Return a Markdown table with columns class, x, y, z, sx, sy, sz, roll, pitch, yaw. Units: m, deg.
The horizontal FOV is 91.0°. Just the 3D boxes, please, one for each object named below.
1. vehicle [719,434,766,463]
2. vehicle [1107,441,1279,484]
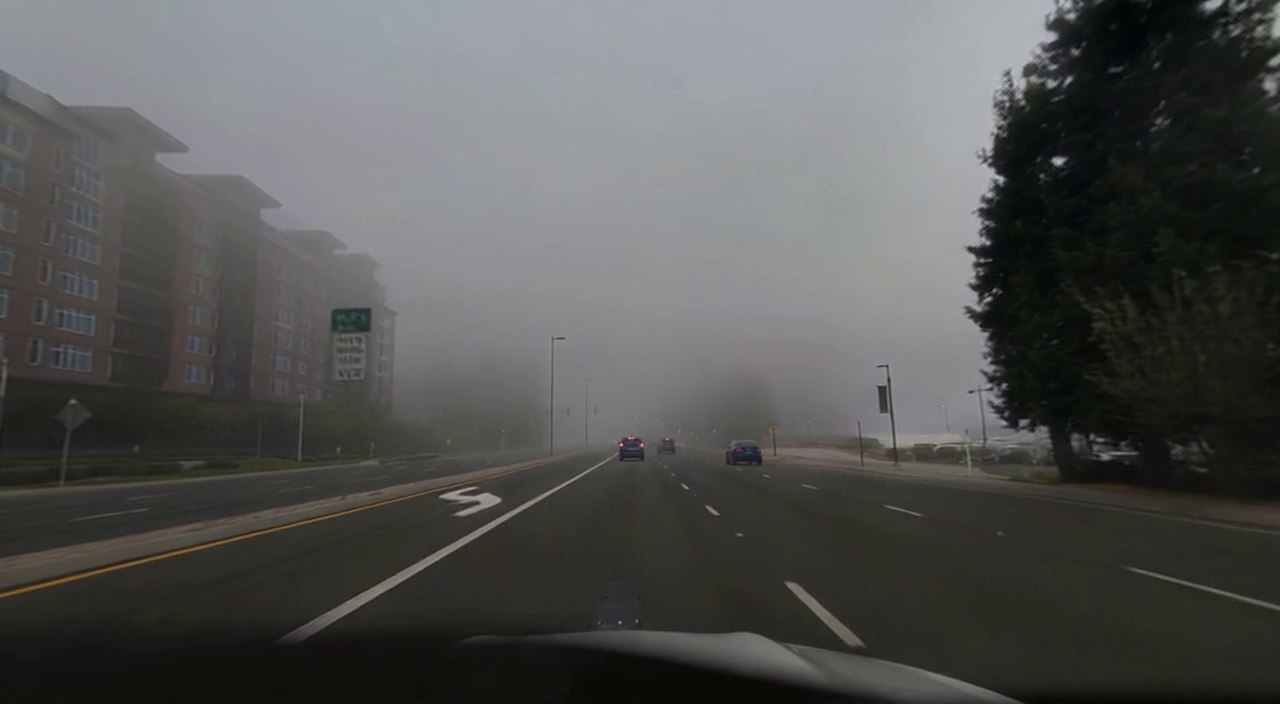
| class | x | y | z | sx | sy | sz | roll | pitch | yaw |
| --- | --- | --- | --- | --- | --- | --- | --- | --- | --- |
| vehicle | 6.633 | 6.366 | 41.441 | 2.136 | 1.799 | 4.796 | 0 | -9 | -2 |
| vehicle | 19.907 | 3.952 | 22.626 | 4.653 | 1.438 | 1.939 | 0 | -9 | -2 |
